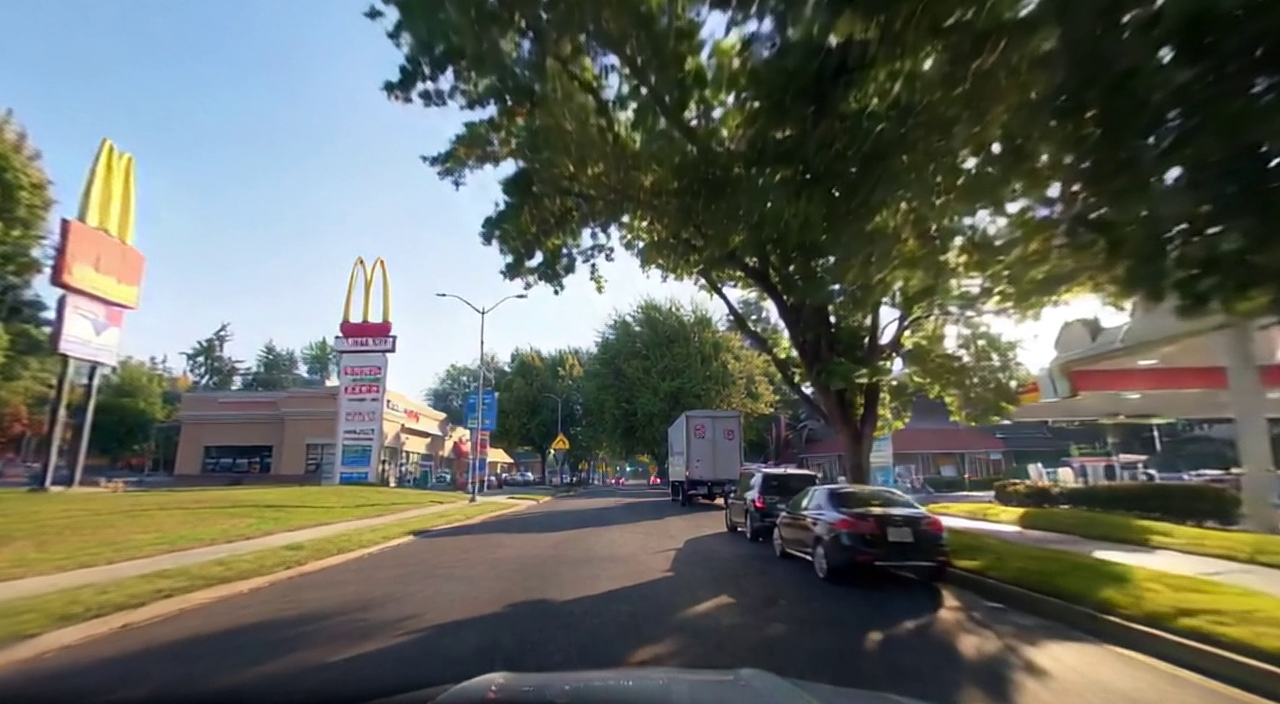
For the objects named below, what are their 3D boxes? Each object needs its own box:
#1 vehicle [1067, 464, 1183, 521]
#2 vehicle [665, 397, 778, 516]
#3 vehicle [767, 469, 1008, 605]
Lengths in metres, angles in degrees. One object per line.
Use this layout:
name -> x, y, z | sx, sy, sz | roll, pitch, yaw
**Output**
vehicle -> 18.836, 5.459, 24.618 | 2.436, 2.052, 2.410 | 0, -11, 2
vehicle -> 3.083, 4.947, 28.909 | 2.990, 4.098, 13.928 | 1, -11, -1
vehicle -> 3.203, 2.482, 9.147 | 1.844, 1.498, 3.898 | 1, -11, -1
